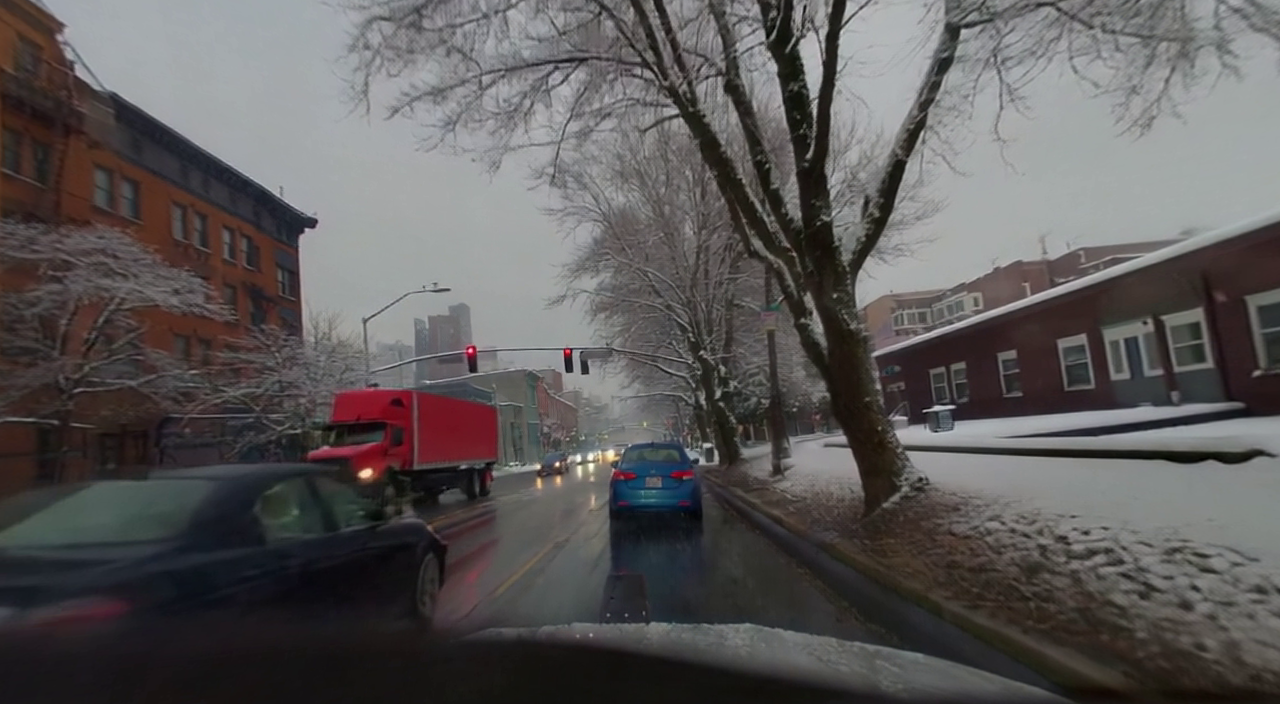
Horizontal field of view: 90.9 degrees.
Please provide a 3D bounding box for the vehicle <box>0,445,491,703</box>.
[{"bbox_3d":[-2.738,1.345,4.211,2.099,1.424,4.843,-1,-8,3],"label":"vehicle"}]

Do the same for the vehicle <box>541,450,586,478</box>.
[{"bbox_3d":[-4.518,6.651,37.727,1.918,1.475,4.750,-1,-8,2],"label":"vehicle"}]

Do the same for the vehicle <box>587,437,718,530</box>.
[{"bbox_3d":[0.232,2.411,12.128,2.094,1.478,3.922,0,-8,1],"label":"vehicle"}]
